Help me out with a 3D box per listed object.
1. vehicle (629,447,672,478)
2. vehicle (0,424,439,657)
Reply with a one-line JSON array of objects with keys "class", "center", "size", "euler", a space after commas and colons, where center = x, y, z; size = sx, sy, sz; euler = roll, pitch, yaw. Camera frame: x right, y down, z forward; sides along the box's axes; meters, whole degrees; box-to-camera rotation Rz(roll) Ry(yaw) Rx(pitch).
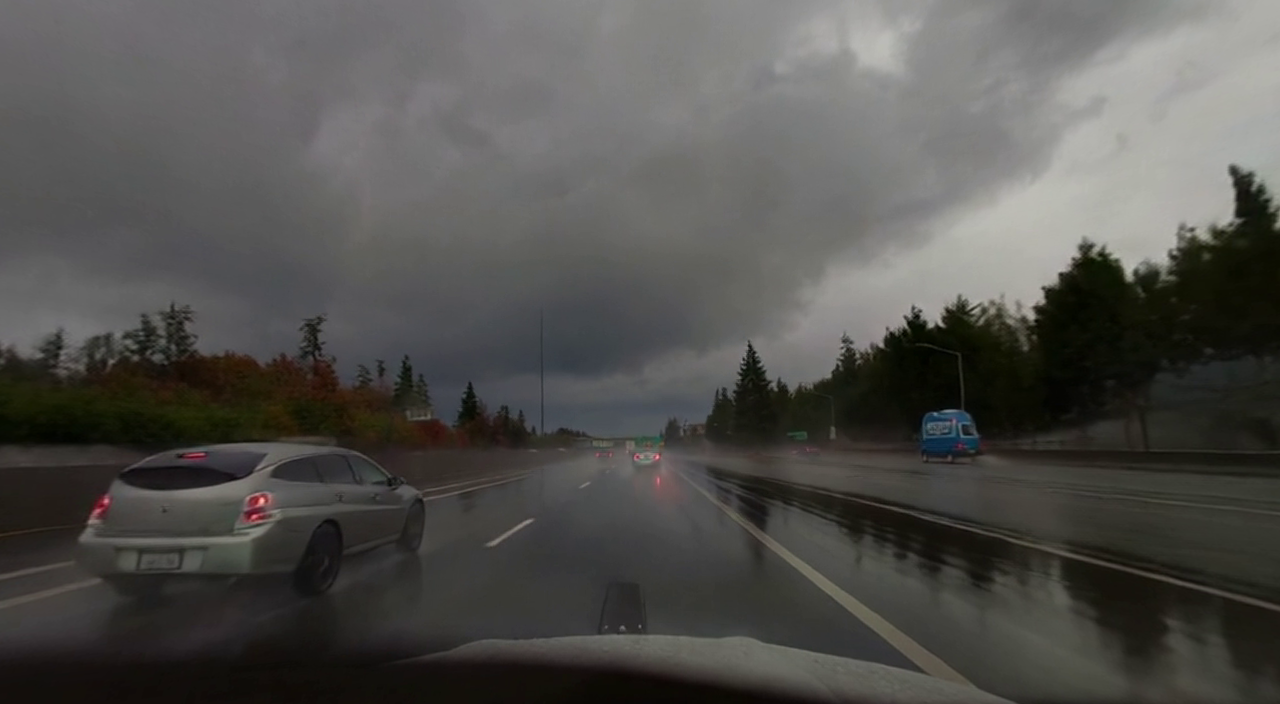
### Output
[{"class": "vehicle", "center": [0.480, 5.417, 31.095], "size": [2.002, 1.449, 3.612], "euler": [0, -9, 0]}, {"class": "vehicle", "center": [-3.707, 1.535, 6.180], "size": [2.062, 1.474, 4.151], "euler": [0, -9, 1]}]
